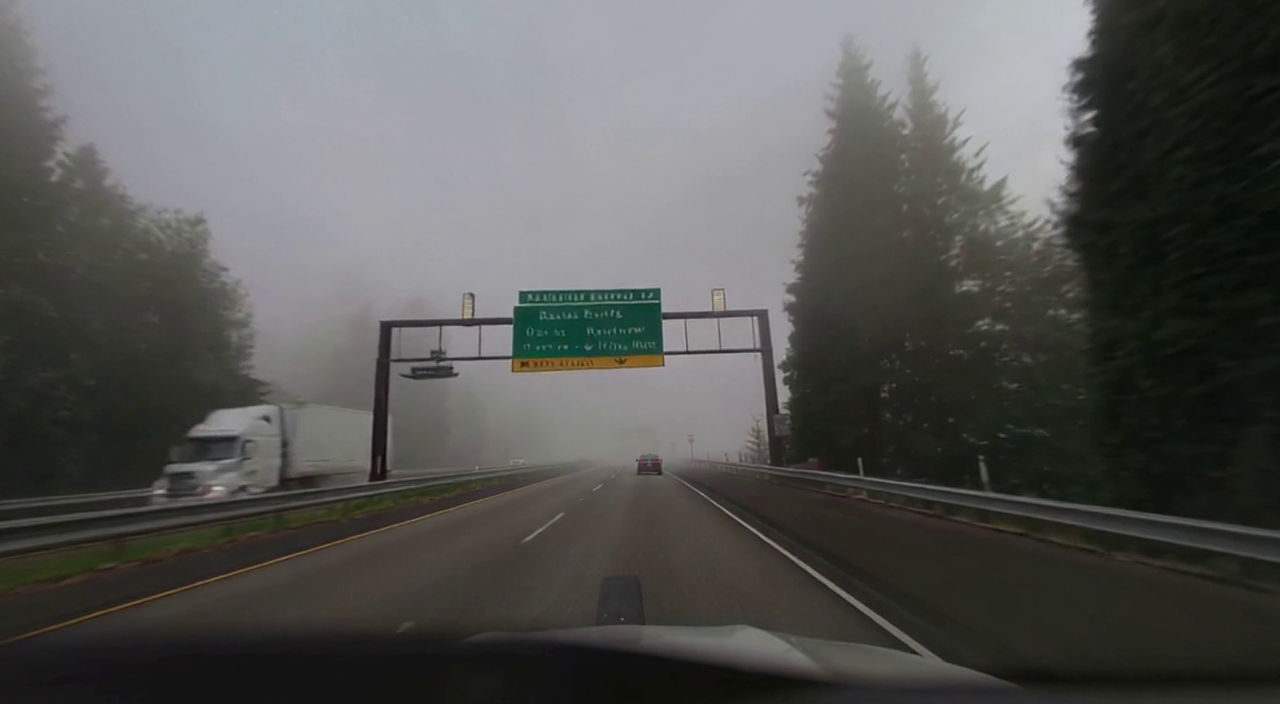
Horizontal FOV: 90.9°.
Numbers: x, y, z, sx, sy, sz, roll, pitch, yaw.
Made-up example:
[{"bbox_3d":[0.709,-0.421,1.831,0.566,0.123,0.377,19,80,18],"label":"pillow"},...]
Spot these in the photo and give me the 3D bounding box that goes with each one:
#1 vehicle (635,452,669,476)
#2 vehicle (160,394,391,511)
[{"bbox_3d":[0.729,7.025,39.713,2.036,1.457,3.471,0,-9,-1],"label":"vehicle"},{"bbox_3d":[-13.861,4.047,25.567,3.366,3.773,9.860,0,-9,0],"label":"vehicle"}]
